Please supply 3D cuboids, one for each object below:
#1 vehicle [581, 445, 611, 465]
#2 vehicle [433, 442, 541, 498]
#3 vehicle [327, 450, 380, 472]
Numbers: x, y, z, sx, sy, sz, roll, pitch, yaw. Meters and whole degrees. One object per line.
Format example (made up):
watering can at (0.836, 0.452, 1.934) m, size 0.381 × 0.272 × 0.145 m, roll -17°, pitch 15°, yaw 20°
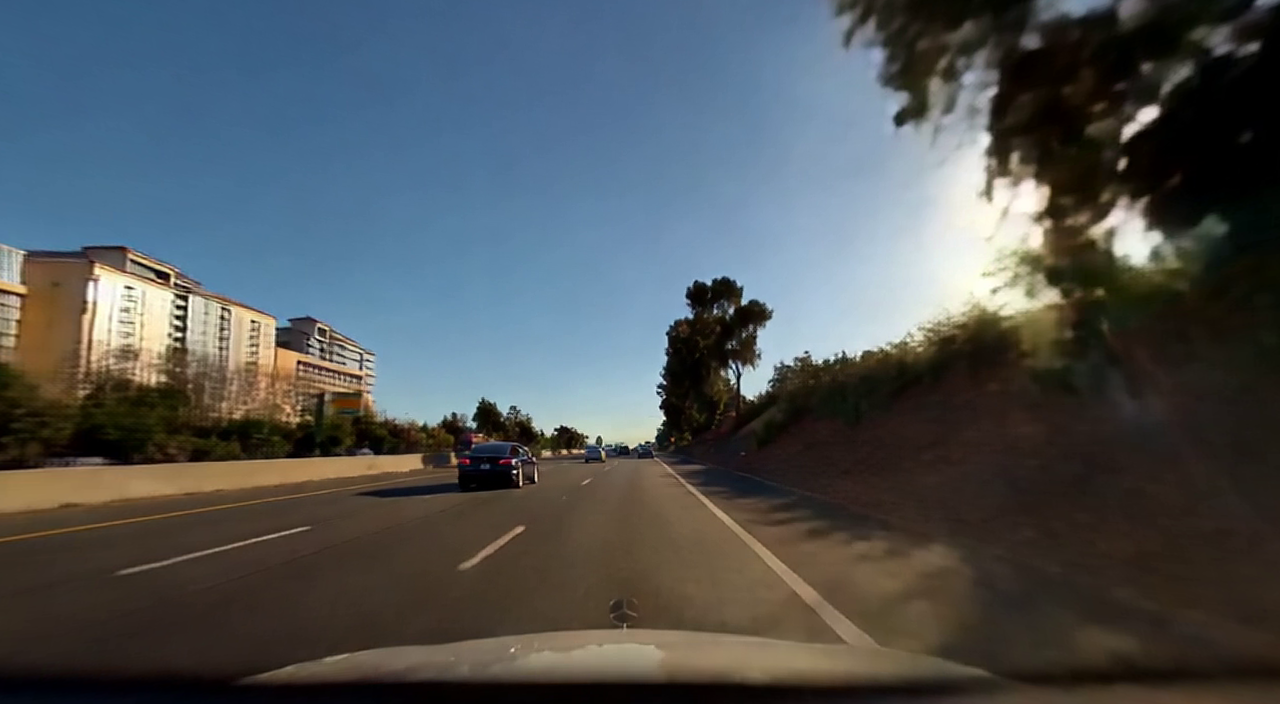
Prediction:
vehicle at (-3.325, 7.925, 48.576) m, size 1.926 × 1.464 × 4.186 m, roll 0°, pitch -8°, yaw 1°
vehicle at (-4.454, 3.481, 19.123) m, size 2.083 × 1.471 × 4.350 m, roll 0°, pitch -8°, yaw 1°
vehicle at (-21.372, 8.136, 47.233) m, size 1.803 × 1.466 × 4.393 m, roll 0°, pitch -8°, yaw 1°
